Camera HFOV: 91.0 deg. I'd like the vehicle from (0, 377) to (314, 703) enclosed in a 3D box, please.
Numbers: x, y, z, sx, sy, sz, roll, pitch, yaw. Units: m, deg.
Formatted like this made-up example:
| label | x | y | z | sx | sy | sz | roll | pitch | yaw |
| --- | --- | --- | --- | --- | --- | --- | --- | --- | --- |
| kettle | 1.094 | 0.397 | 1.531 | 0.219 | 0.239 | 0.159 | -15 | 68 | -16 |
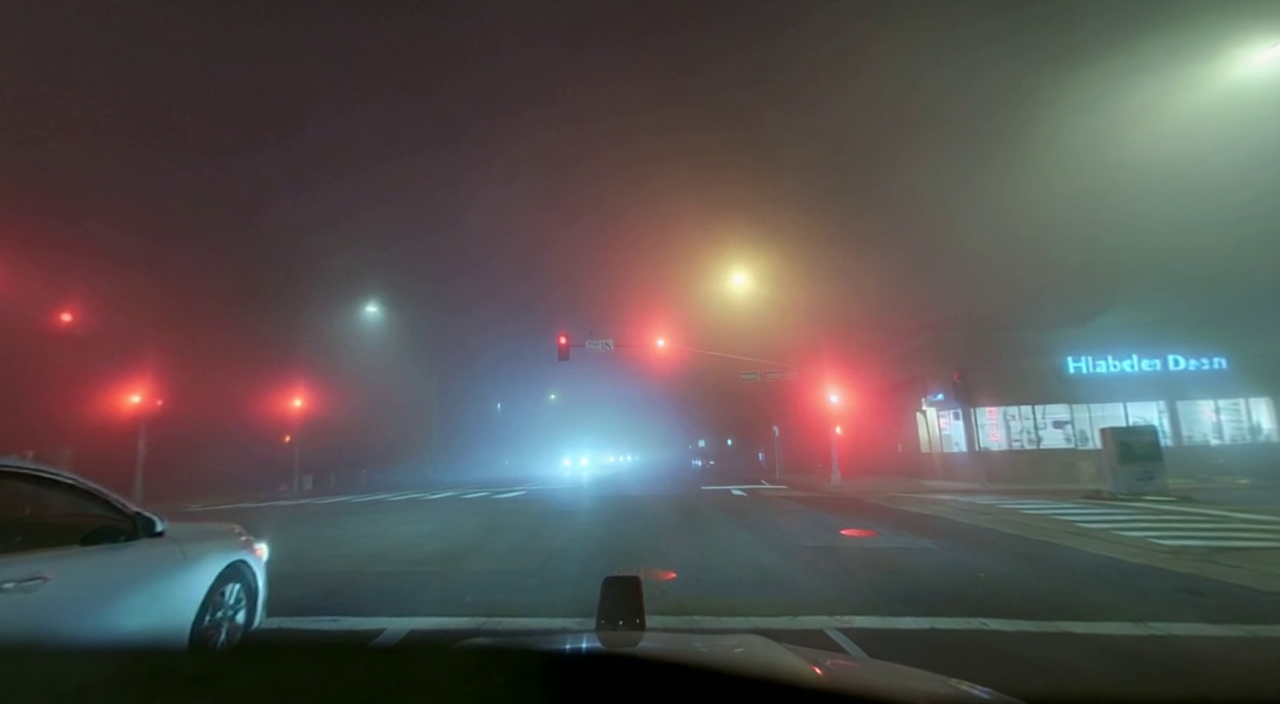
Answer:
| label | x | y | z | sx | sy | sz | roll | pitch | yaw |
| --- | --- | --- | --- | --- | --- | --- | --- | --- | --- |
| vehicle | -3.498 | 0.937 | 2.597 | 1.947 | 1.627 | 4.248 | 0 | -9 | 1 |
